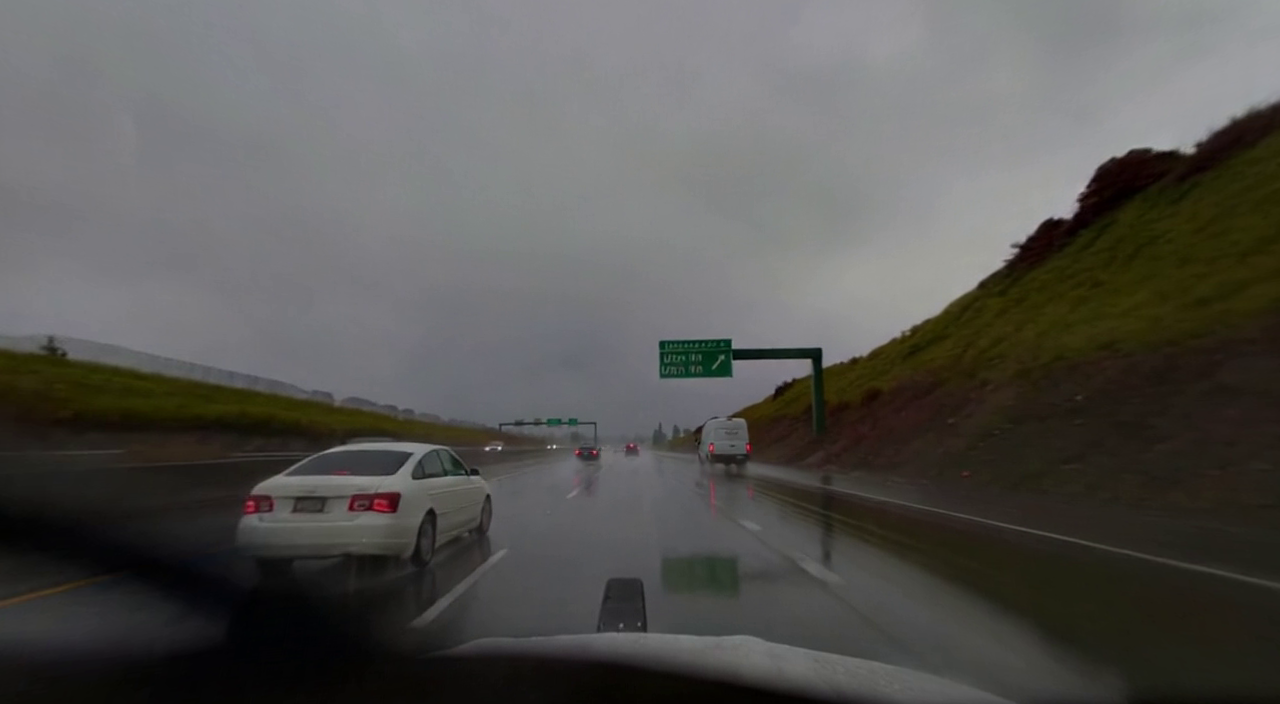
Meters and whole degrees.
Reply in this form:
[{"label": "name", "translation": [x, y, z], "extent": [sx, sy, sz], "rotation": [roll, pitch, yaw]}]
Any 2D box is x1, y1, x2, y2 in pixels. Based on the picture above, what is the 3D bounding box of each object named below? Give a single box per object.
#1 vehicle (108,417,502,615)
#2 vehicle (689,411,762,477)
[{"label": "vehicle", "translation": [-3.122, 1.641, 7.320], "extent": [1.939, 1.513, 4.773], "rotation": [0, -9, 0]}, {"label": "vehicle", "translation": [3.718, 4.191, 28.606], "extent": [2.361, 2.636, 5.684], "rotation": [0, -9, -1]}]
